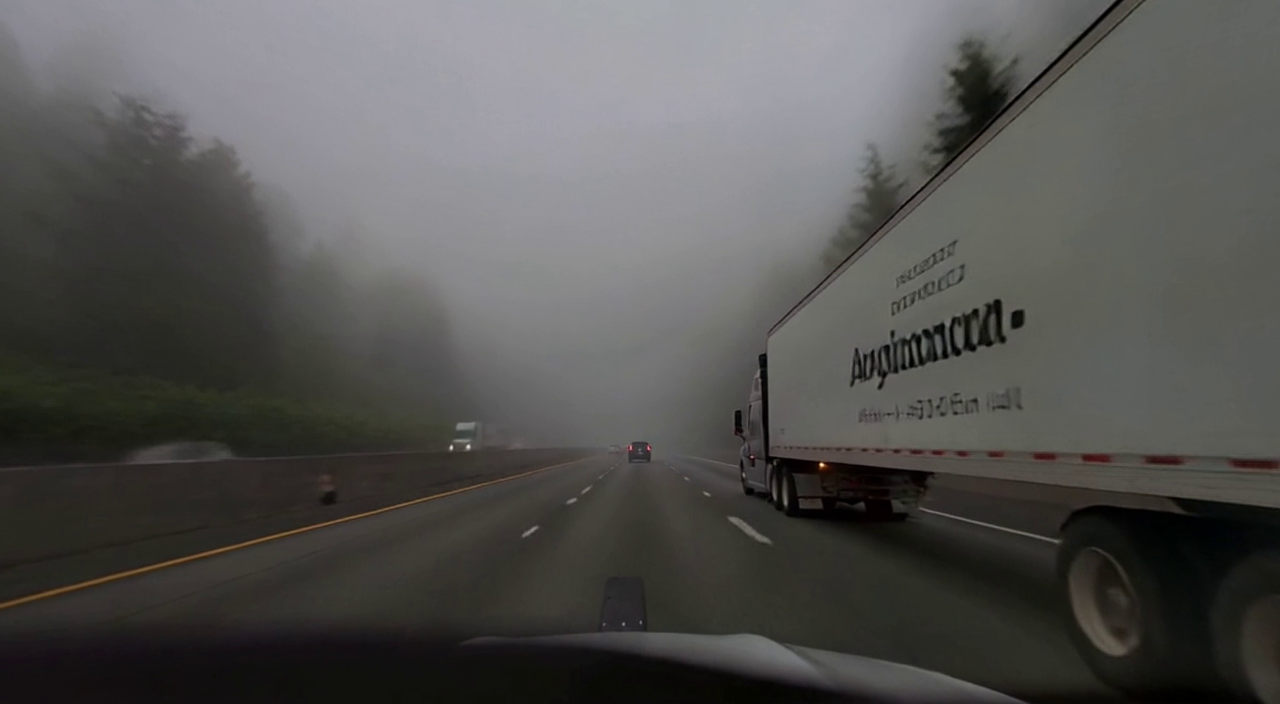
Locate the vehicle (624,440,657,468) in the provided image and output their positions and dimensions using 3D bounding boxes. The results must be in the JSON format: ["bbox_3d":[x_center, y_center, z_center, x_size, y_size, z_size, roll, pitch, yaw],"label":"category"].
[{"bbox_3d":[0.039,6.613,40.799,2.067,1.690,3.901,0,-9,0],"label":"vehicle"}]

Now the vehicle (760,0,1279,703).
[{"bbox_3d":[4.416,0.454,7.949,3.011,4.028,13.890,0,-9,0],"label":"vehicle"}]
